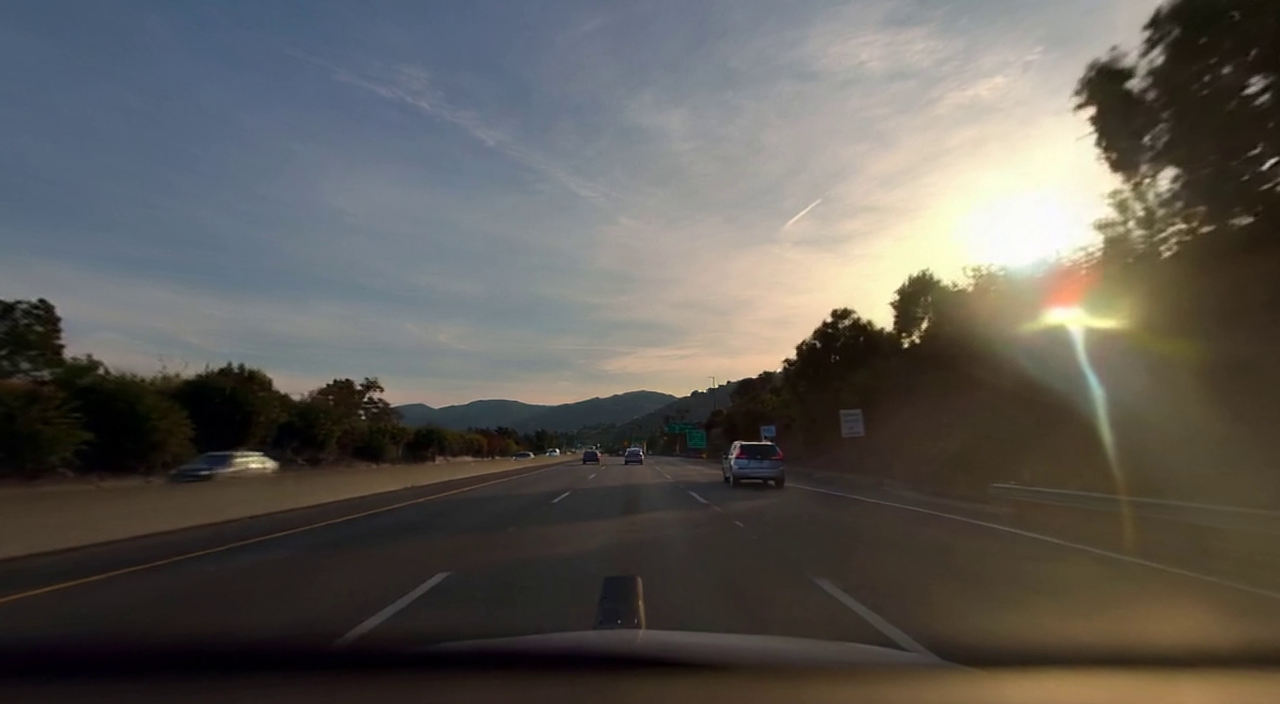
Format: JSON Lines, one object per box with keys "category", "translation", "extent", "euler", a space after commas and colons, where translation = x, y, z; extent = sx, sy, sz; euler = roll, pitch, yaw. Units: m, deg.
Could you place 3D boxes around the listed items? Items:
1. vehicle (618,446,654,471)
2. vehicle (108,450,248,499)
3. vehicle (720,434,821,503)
{"category": "vehicle", "translation": [-0.235, 7.157, 42.213], "extent": [1.969, 1.595, 3.964], "euler": [-2, -9, 6]}
{"category": "vehicle", "translation": [-17.475, 4.618, 24.064], "extent": [1.989, 1.664, 4.719], "euler": [0, -9, -3]}
{"category": "vehicle", "translation": [3.501, 3.220, 17.717], "extent": [2.143, 1.667, 4.221], "euler": [-1, -9, 3]}
